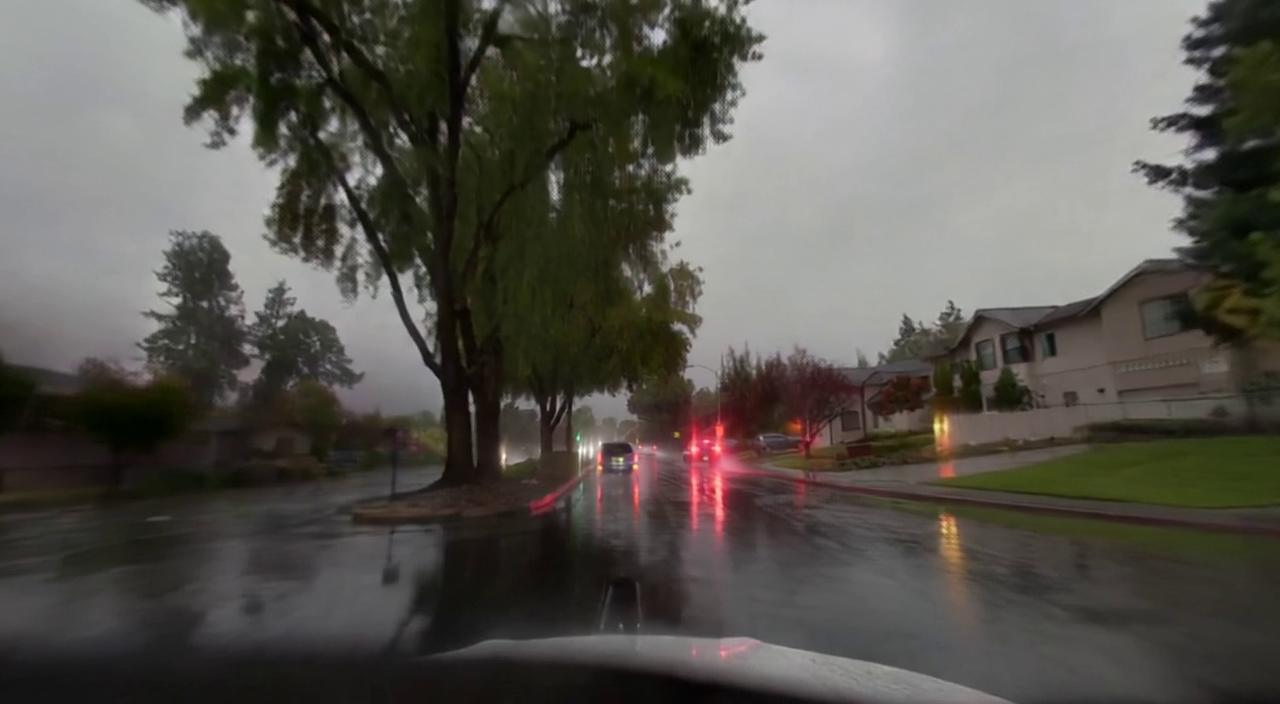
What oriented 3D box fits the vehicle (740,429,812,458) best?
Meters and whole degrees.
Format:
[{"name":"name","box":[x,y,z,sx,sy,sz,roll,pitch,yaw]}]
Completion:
[{"name":"vehicle","box":[10.265,6.913,47.901,4.919,1.886,2.086,-3,-9,0]}]

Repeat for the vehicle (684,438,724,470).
[{"name":"vehicle","box":[3.801,6.129,38.343,2.045,1.776,4.851,0,-8,2]}]

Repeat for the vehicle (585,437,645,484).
[{"name":"vehicle","box":[-0.912,4.104,24.348,2.106,1.655,3.717,0,-8,-1]}]
